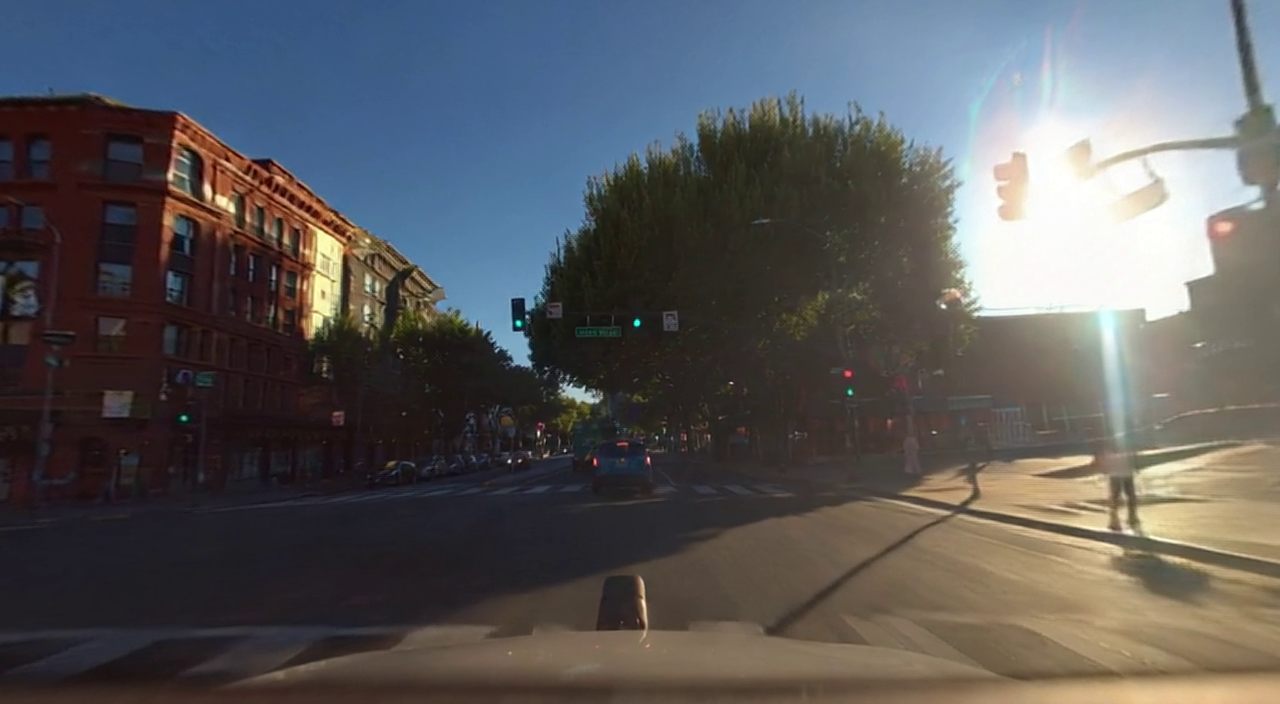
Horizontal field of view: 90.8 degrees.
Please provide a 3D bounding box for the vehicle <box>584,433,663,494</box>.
[{"bbox_3d":[-0.511,3.691,21.300,2.382,1.796,4.610,0,-8,0],"label":"vehicle"}]

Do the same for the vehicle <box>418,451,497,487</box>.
[{"bbox_3d":[-8.234,5.315,29.044,2.152,1.468,4.737,0,-8,1],"label":"vehicle"}]

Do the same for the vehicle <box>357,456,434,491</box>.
[{"bbox_3d":[-11.687,5.807,30.544,1.972,1.475,4.381,0,-8,0],"label":"vehicle"}]
